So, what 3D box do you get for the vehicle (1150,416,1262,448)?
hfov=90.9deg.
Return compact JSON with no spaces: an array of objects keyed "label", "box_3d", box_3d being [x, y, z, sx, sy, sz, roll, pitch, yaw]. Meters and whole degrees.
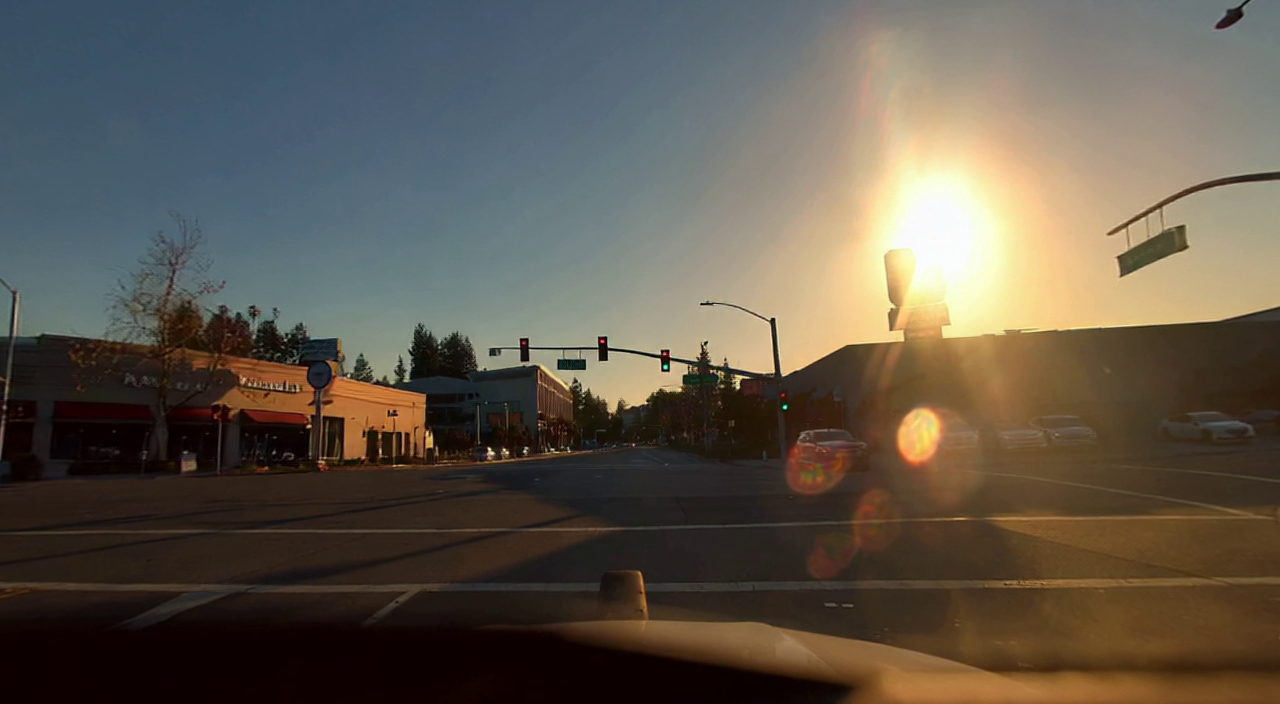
[{"label":"vehicle","box_3d":[28.278,4.067,31.712,1.799,1.459,4.266,-1,-8,3]}]
